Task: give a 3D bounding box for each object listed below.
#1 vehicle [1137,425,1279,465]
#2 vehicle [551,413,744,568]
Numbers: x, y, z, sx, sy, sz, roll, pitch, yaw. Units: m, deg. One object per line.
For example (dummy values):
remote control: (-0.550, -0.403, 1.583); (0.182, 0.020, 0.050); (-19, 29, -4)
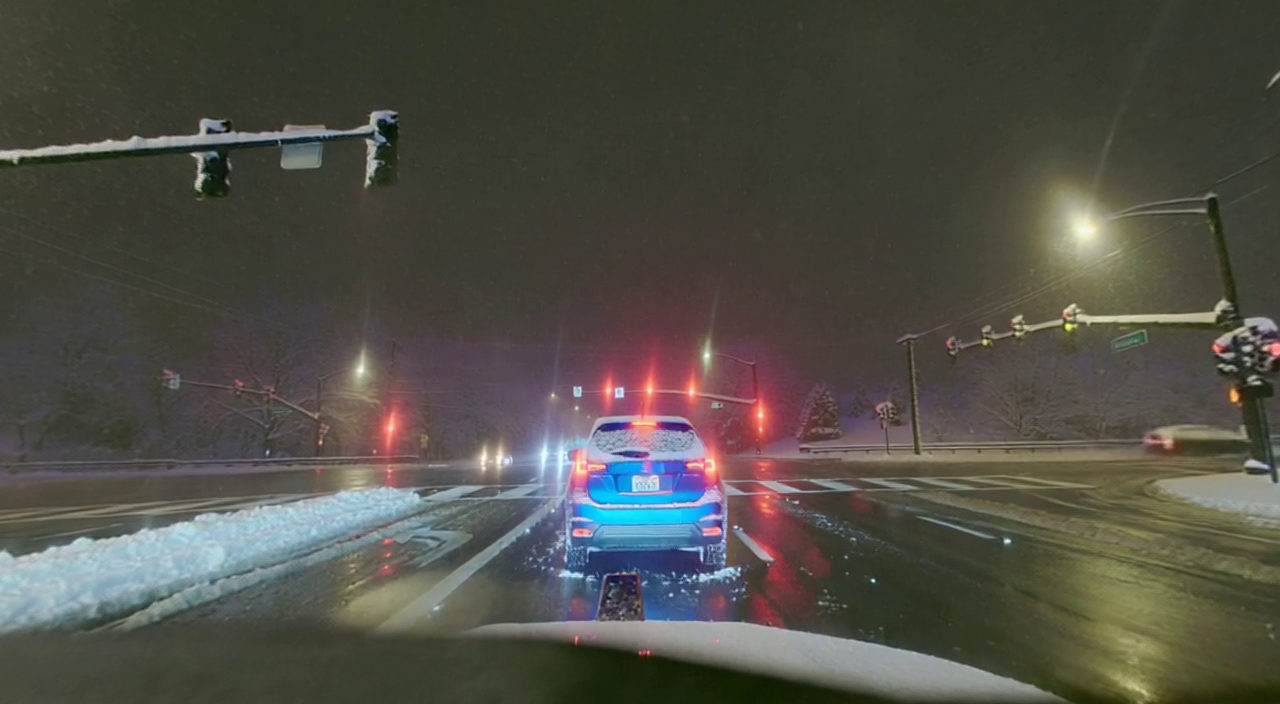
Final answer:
vehicle: (28.493, 4.673, 31.726); (5.247, 1.889, 2.050); (0, -8, 1)
vehicle: (0.039, 1.754, 8.709); (2.027, 1.626, 3.942); (0, -8, -1)
